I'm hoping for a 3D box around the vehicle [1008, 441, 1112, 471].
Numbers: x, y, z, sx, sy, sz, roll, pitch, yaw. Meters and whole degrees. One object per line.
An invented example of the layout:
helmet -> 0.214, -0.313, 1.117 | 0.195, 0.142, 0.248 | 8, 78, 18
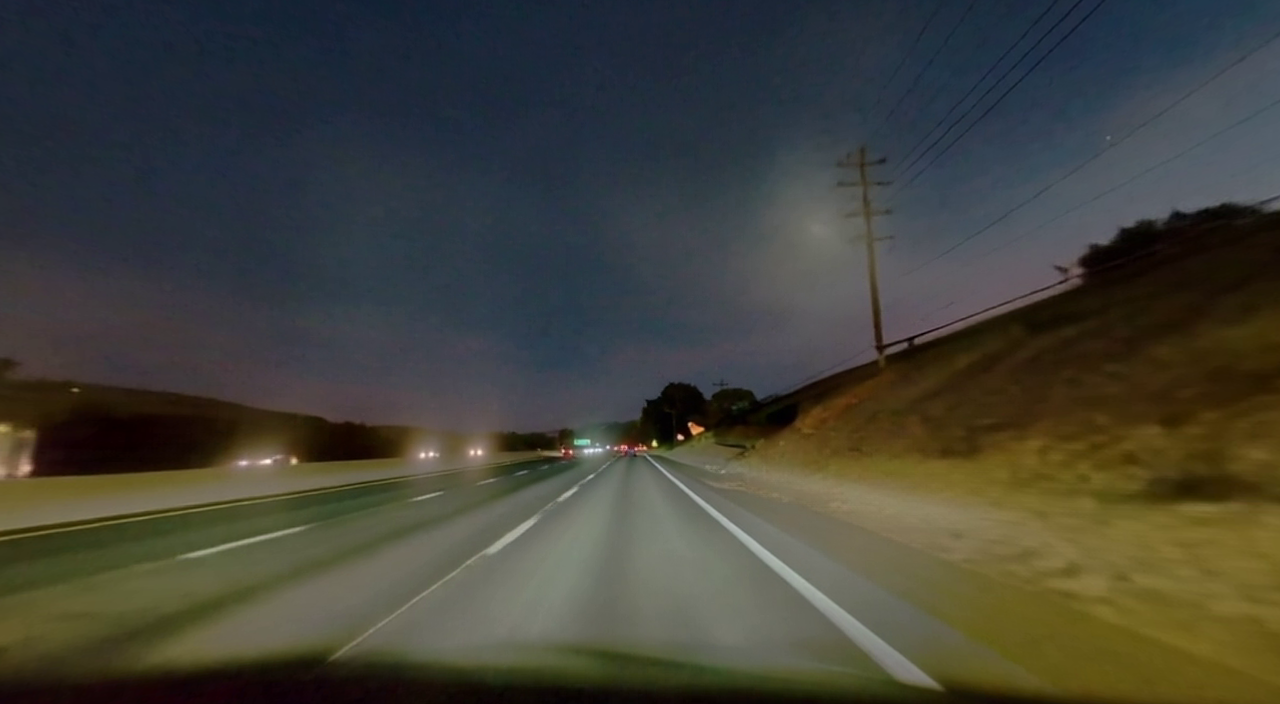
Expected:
vehicle -> 26.972, 6.667, 41.472 | 2.662, 1.574, 14.296 | -5, -9, 21
